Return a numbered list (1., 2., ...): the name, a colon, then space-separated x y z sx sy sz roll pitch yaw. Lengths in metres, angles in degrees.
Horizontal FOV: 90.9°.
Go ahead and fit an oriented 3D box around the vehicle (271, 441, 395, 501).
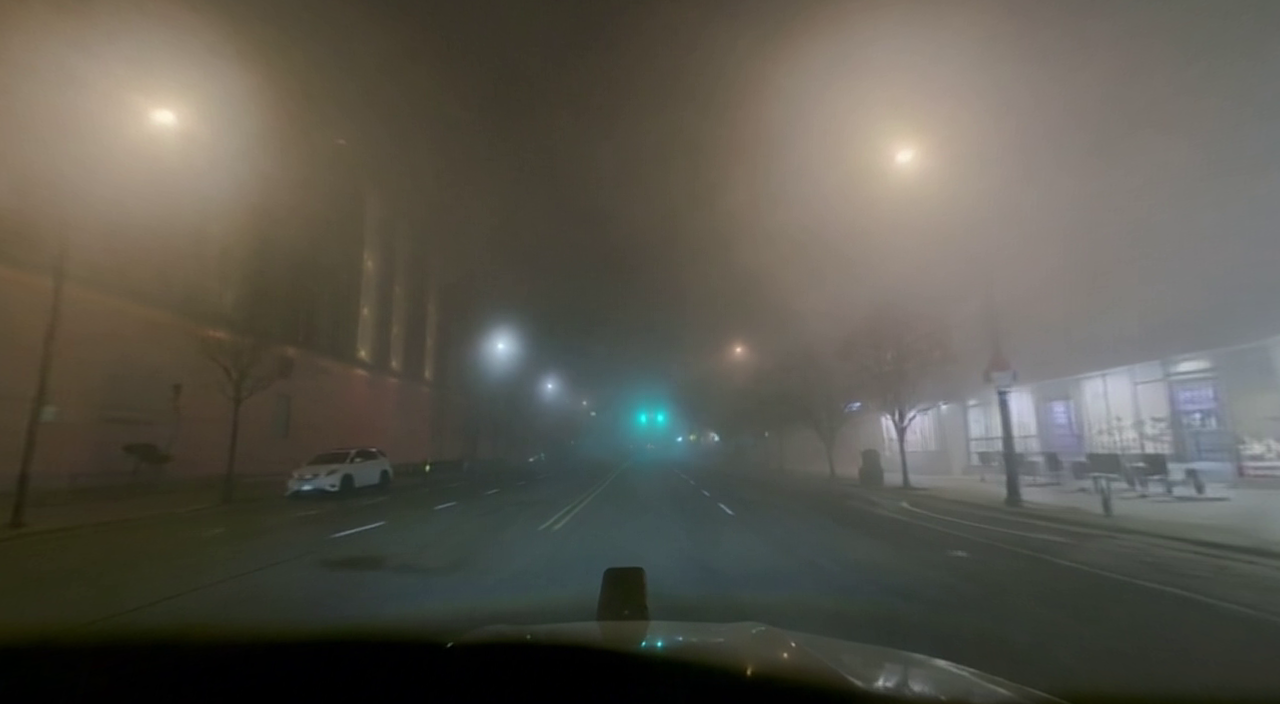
1. vehicle: -10.740 4.142 22.522 2.060 1.796 4.675 -2 -7 0
